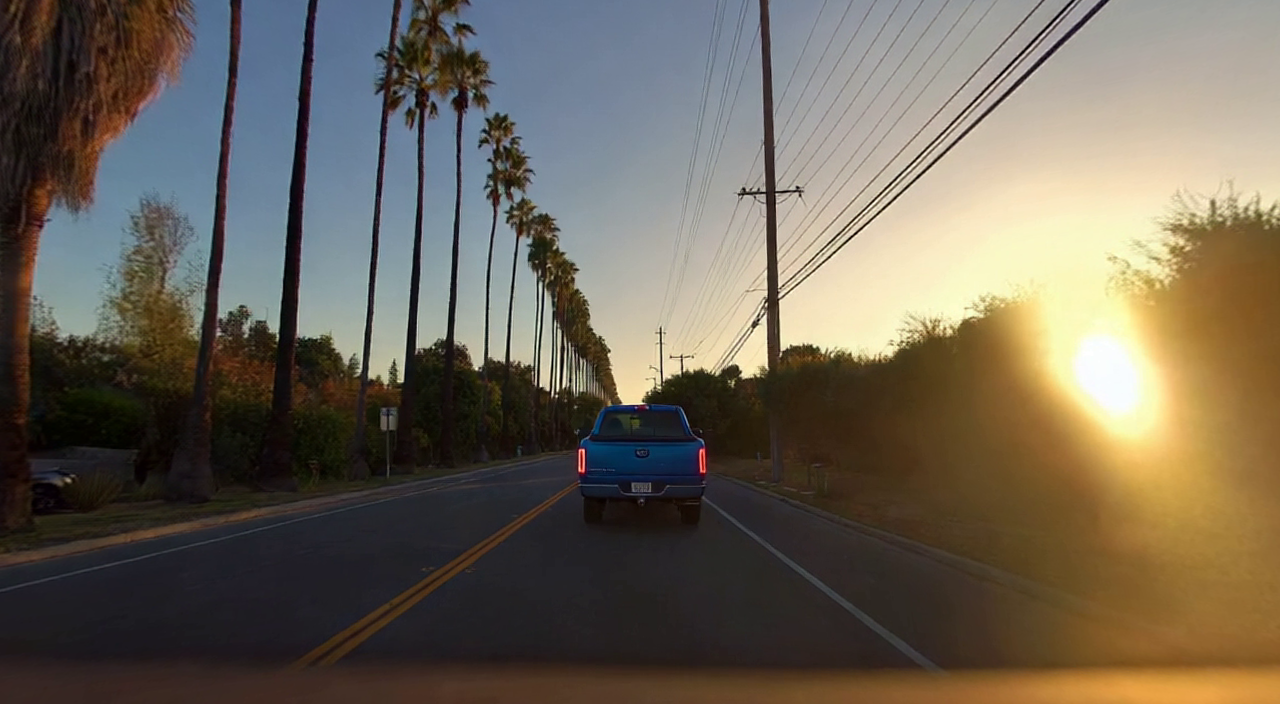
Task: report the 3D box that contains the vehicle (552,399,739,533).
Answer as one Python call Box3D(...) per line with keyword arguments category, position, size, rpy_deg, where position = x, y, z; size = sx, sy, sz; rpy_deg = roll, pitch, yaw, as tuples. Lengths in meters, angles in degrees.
Box3D(category="vehicle", position=(0.044, 2.154, 12.494), size=(2.803, 2.005, 5.885), rpy_deg=(0, -8, -1))
